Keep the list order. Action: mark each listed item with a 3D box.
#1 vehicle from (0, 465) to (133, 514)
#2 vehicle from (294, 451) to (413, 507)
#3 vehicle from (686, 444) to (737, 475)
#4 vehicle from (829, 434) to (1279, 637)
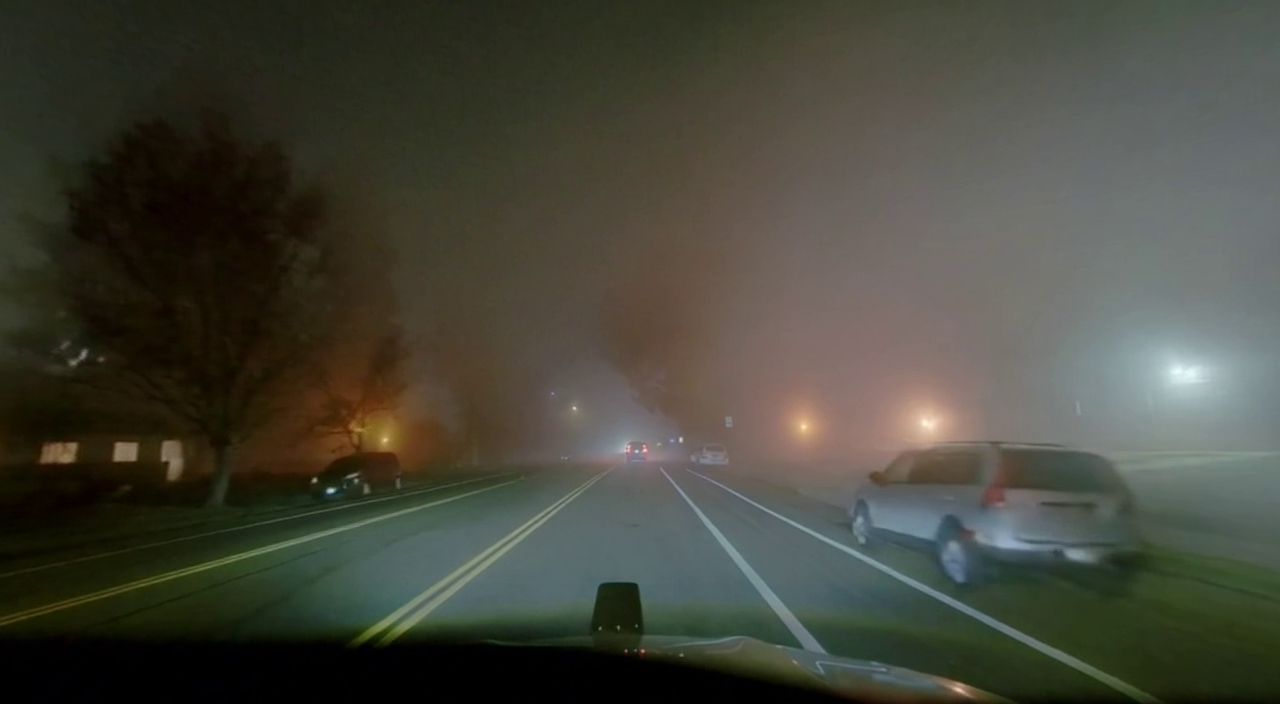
[{"bbox_3d":[-18.616,4.194,19.431,4.326,1.355,1.812,1,-9,-4],"label":"vehicle"},{"bbox_3d":[-11.159,4.923,25.167,2.086,1.711,5.661,-6,-8,0],"label":"vehicle"},{"bbox_3d":[4.073,6.175,36.628,2.124,1.524,4.698,4,-9,-2],"label":"vehicle"},{"bbox_3d":[3.859,1.716,7.042,2.014,1.498,4.484,1,-8,-1],"label":"vehicle"}]
